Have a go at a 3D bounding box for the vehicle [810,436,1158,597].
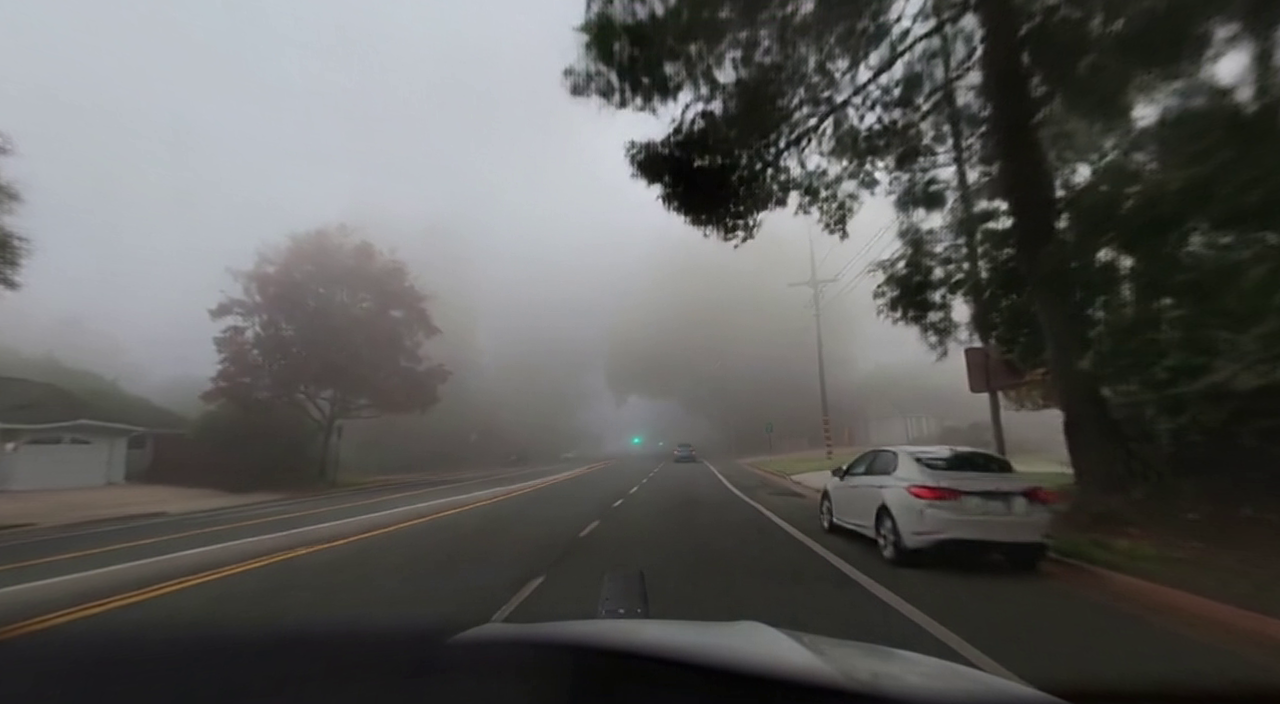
[{"bbox_3d":[3.797,1.871,8.186,1.993,1.457,4.599,0,-9,1],"label":"vehicle"}]
